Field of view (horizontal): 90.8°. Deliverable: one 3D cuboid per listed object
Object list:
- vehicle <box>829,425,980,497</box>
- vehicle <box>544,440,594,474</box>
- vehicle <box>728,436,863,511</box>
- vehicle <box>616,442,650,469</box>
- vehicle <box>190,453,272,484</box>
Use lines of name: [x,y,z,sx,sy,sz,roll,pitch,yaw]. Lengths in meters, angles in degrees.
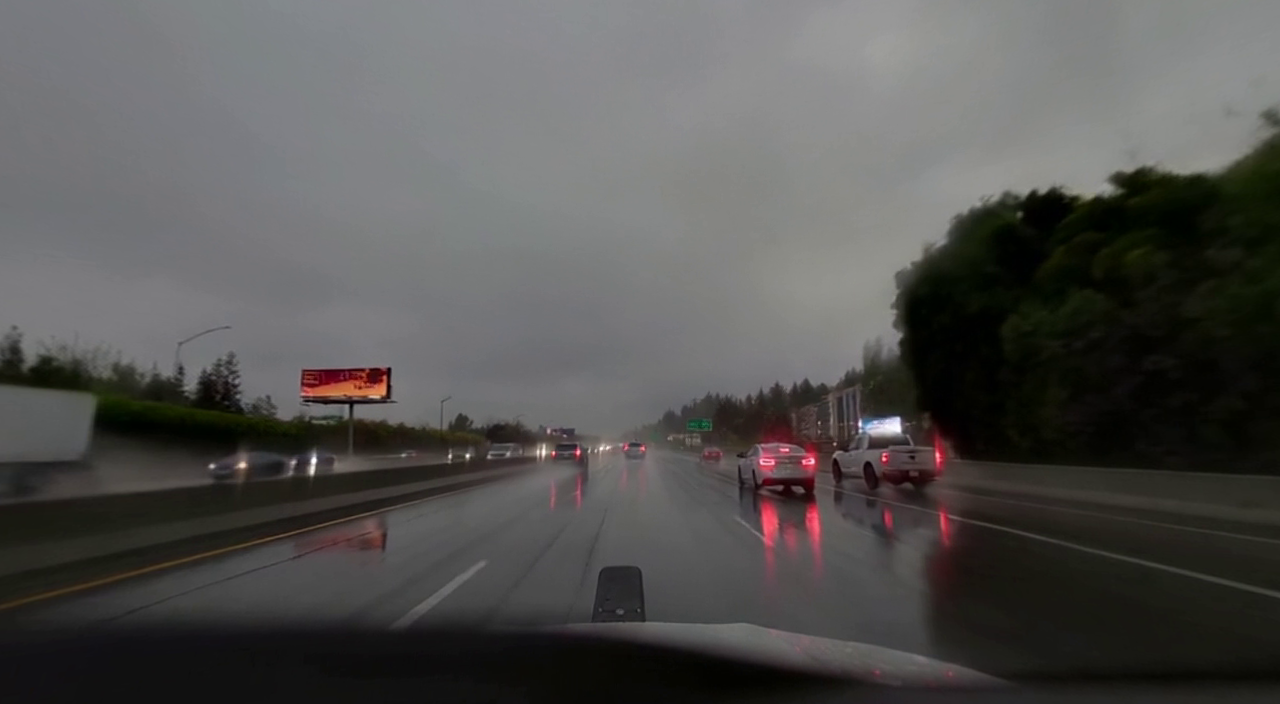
vehicle: [7.400,3.133,18.391,2.176,1.793,4.841,0,-9,-2]
vehicle: [-3.864,5.840,35.349,2.256,1.756,4.745,0,-9,0]
vehicle: [3.475,2.825,15.141,1.987,1.509,4.512,0,-9,-1]
vehicle: [-0.463,7.011,42.962,2.191,1.685,4.015,0,-9,0]
vehicle: [-21.473,6.116,33.374,1.879,1.461,3.650,0,-9,-1]
